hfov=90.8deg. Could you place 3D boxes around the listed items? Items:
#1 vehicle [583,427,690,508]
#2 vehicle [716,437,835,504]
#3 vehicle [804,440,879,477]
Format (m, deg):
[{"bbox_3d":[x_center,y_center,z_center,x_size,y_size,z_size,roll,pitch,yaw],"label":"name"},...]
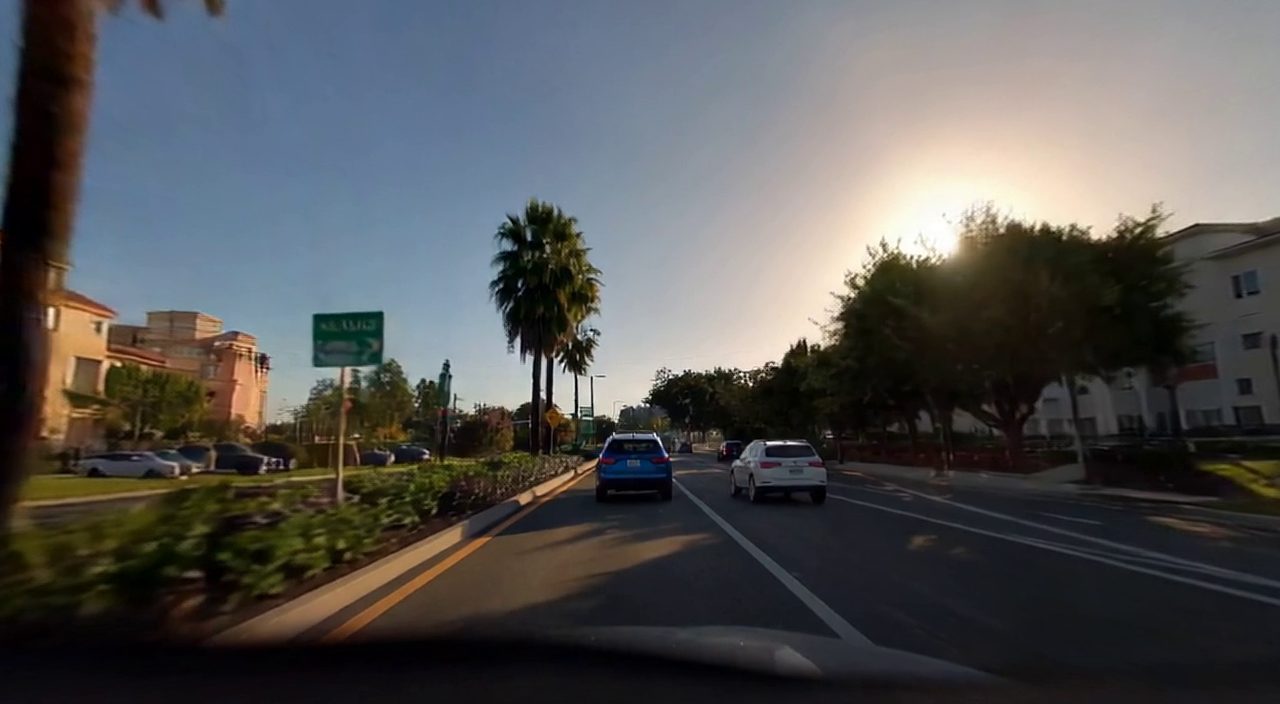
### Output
[{"bbox_3d":[-0.103,2.755,15.511,2.239,1.693,4.301,0,-8,-1],"label":"vehicle"},{"bbox_3d":[3.313,2.992,16.471,1.941,1.472,4.570,0,-8,-2],"label":"vehicle"},{"bbox_3d":[9.749,5.190,30.977,1.981,1.613,4.787,2,-9,-2],"label":"vehicle"}]
